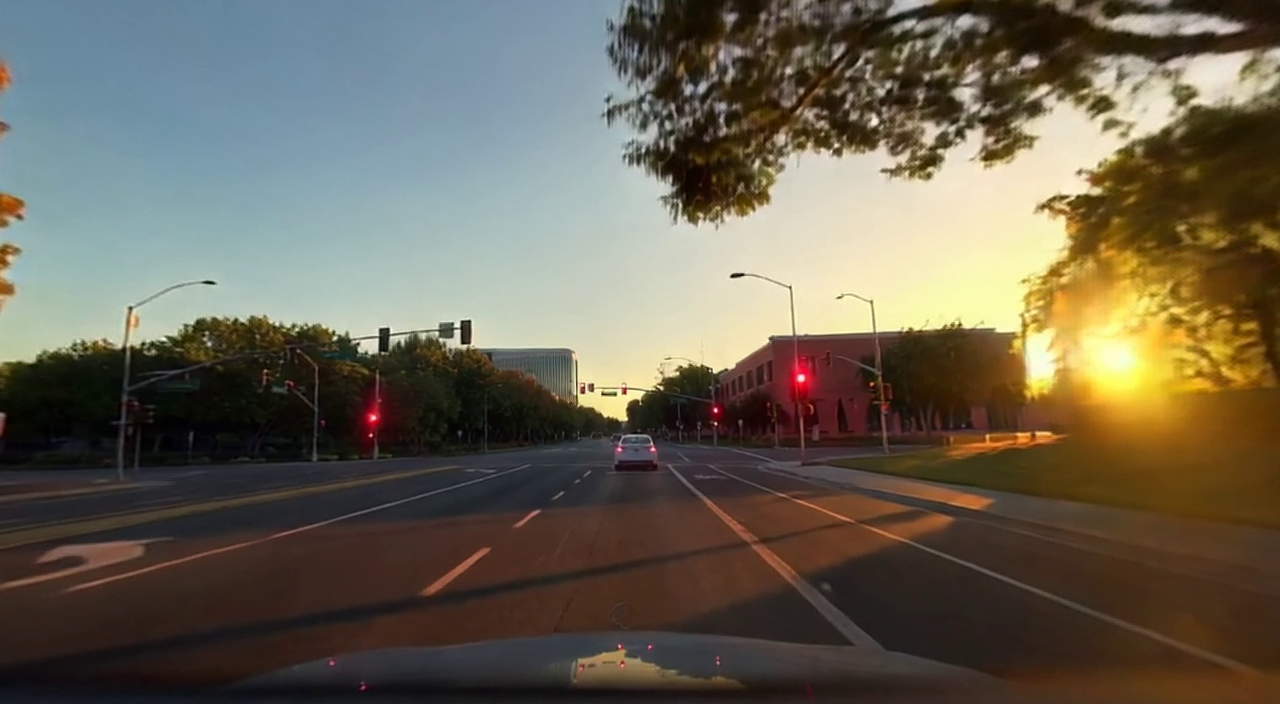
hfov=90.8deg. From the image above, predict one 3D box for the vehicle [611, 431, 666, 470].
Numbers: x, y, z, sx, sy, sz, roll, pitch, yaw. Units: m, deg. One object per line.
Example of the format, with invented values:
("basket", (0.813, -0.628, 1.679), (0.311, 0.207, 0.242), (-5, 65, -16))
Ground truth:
("vehicle", (-0.092, 4.092, 26.282), (2.107, 1.470, 3.974), (0, -9, -1))
